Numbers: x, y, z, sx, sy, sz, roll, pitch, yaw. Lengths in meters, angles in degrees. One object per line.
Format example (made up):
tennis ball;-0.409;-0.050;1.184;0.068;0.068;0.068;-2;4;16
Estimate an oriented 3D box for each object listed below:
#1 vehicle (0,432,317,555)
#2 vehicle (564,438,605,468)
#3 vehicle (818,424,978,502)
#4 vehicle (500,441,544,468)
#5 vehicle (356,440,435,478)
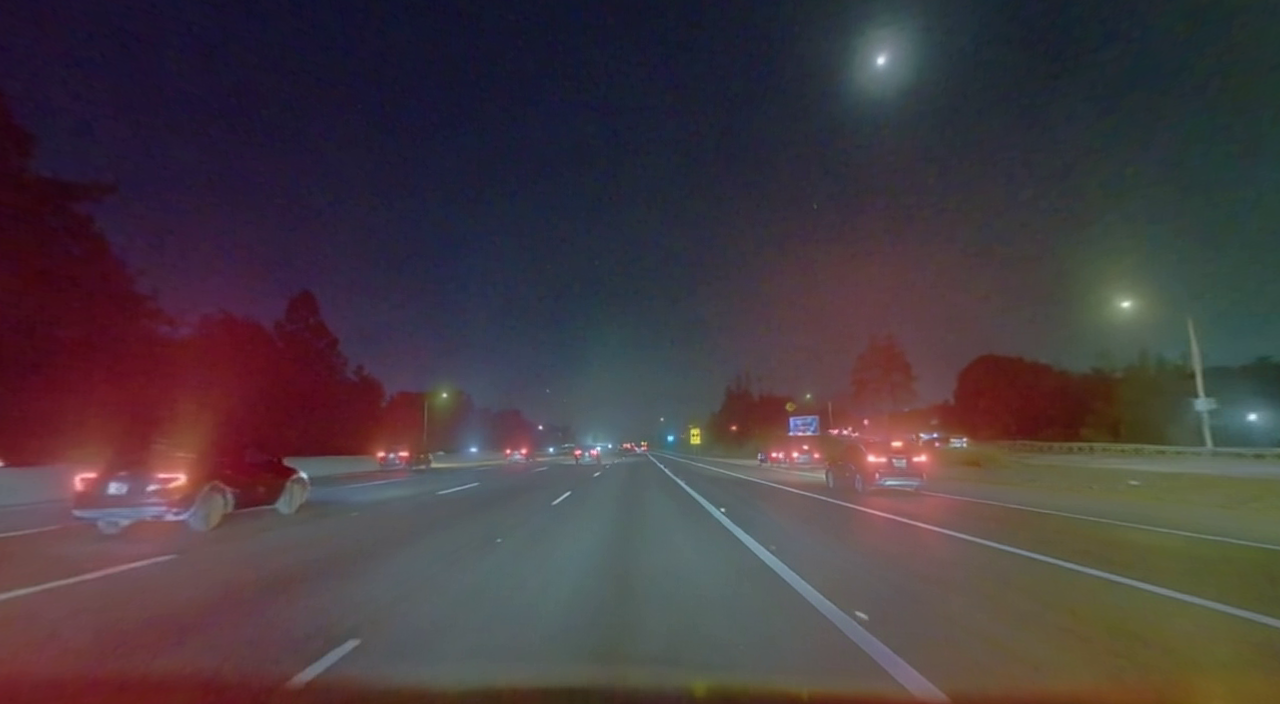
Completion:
vehicle;-7.471;2.096;10.099;2.071;1.486;4.703;0;-9;0
vehicle;-3.829;7.079;44.214;2.288;1.962;5.119;0;-9;1
vehicle;6.827;3.015;17.424;2.259;1.816;4.862;0;-9;-1
vehicle;-7.911;6.925;42.678;2.087;1.755;4.457;0;-9;0
vehicle;-11.403;5.016;29.705;1.958;1.633;4.302;0;-9;0
